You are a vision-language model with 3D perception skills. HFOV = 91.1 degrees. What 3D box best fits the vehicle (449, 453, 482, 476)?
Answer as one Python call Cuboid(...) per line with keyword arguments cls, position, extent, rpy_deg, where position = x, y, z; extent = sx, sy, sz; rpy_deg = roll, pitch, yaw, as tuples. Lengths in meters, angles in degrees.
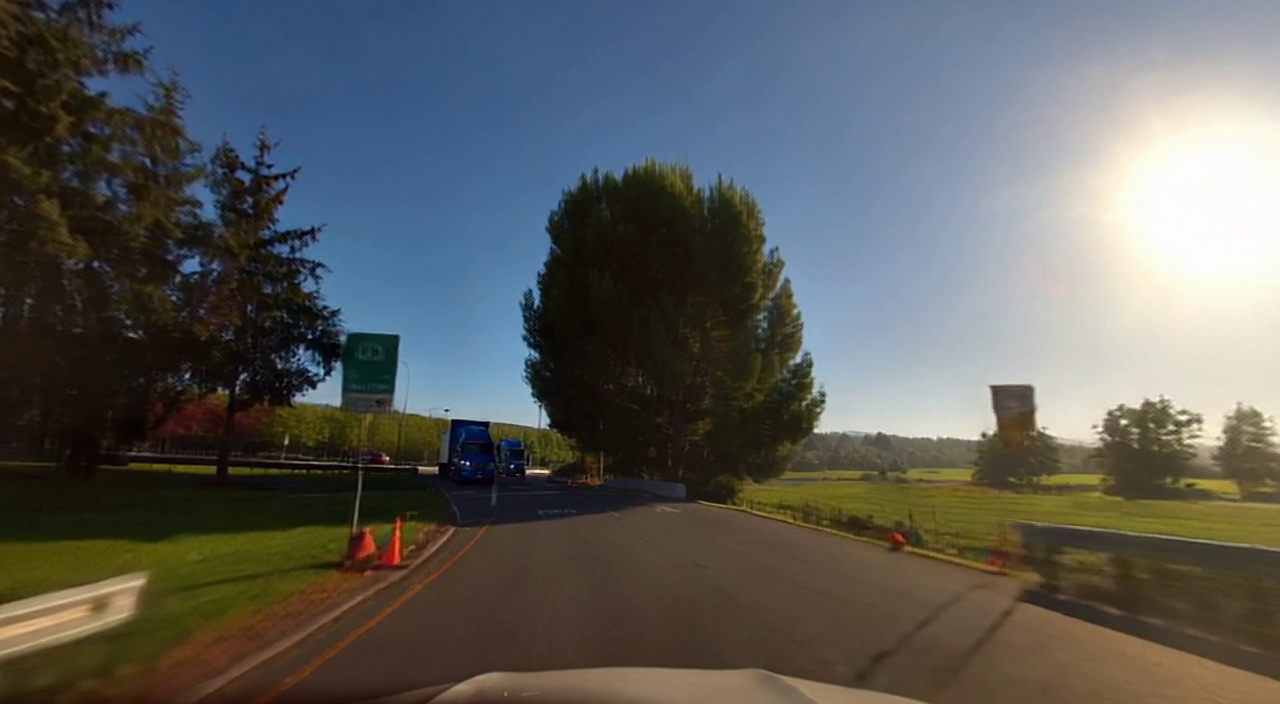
Cuboid(cls="vehicle", position=(-11.992, 7.752, 43.228), extent=(2.039, 1.536, 3.648), rpy_deg=(3, -11, -15))
